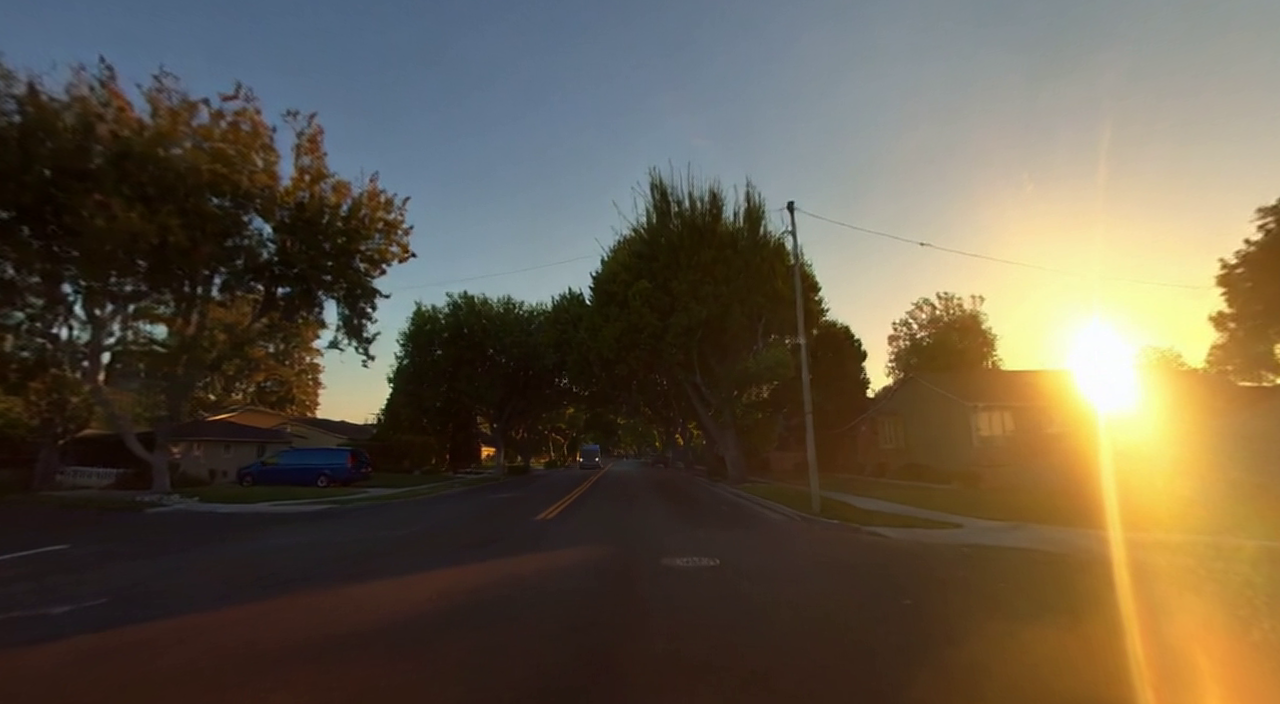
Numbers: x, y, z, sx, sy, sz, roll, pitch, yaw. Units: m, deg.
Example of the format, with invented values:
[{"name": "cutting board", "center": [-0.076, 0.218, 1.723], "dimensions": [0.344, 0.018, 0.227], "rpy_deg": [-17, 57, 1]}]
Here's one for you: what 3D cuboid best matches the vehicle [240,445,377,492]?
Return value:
[{"name": "vehicle", "center": [-14.472, 5.051, 27.894], "dimensions": [2.145, 1.839, 4.837], "rpy_deg": [-6, -10, 33]}]
